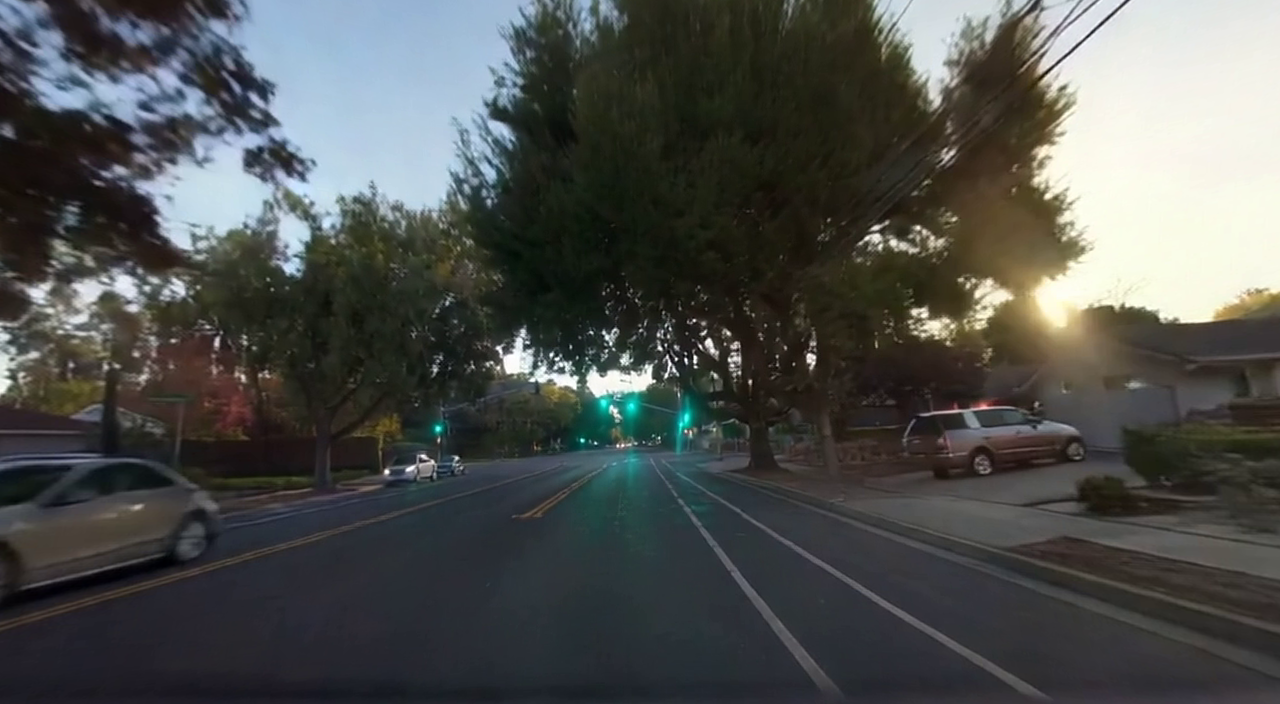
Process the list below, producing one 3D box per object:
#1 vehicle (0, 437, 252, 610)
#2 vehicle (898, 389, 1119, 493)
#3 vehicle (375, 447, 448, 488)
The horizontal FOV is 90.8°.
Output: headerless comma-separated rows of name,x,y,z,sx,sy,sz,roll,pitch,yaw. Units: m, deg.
vehicle,-7.129,1.916,7.399,2.142,1.611,4.890,-5,-8,0
vehicle,9.368,2.133,15.974,5.565,2.036,1.907,-1,-7,-27
vehicle,-12.238,6.167,34.245,2.041,1.788,5.116,-7,-8,-2
